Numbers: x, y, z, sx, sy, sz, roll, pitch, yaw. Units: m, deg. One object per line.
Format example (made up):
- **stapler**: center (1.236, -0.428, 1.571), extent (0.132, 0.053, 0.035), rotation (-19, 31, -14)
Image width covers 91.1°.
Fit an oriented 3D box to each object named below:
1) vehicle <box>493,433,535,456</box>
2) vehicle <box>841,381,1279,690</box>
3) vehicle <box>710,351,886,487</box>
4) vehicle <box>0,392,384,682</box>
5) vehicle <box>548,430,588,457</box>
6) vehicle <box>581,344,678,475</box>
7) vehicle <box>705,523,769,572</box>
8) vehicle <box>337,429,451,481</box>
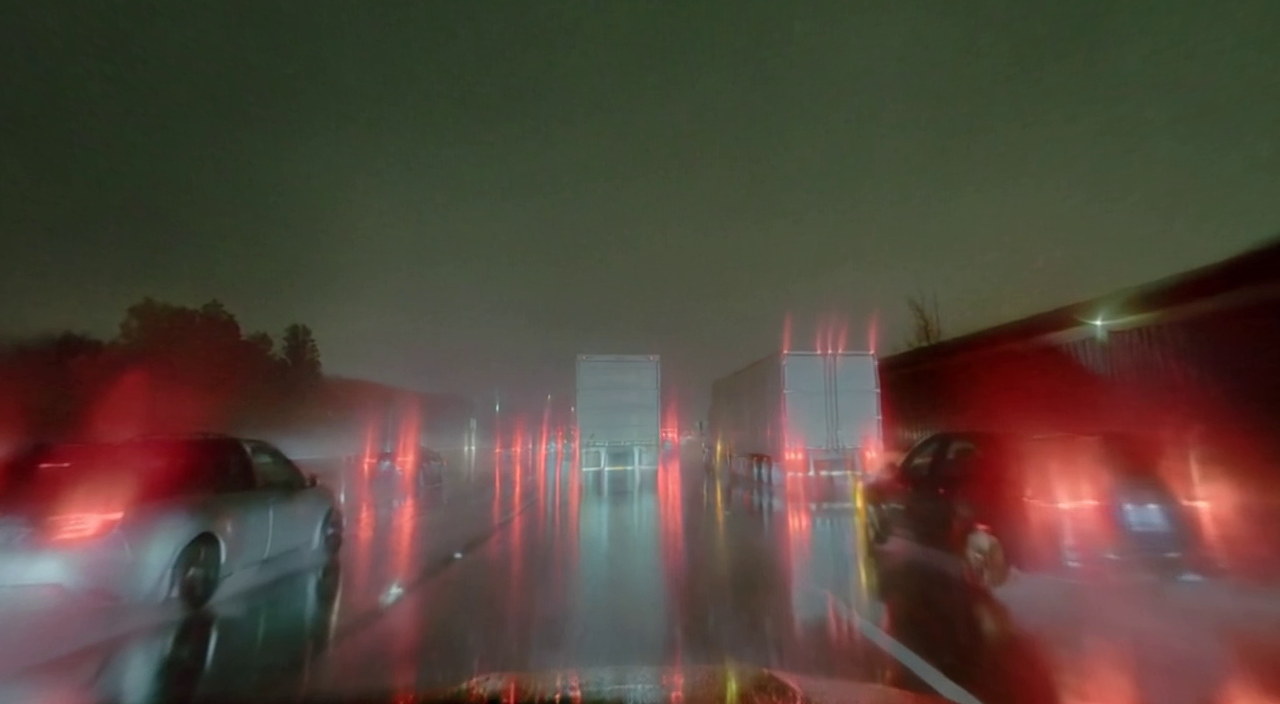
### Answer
- **vehicle**: center (-8.569, 6.352, 43.261), extent (2.019, 1.471, 4.347), rotation (0, -8, 0)
- **vehicle**: center (3.356, 1.174, 5.206), extent (1.976, 1.513, 4.065), rotation (0, -8, -1)
- **vehicle**: center (5.353, 2.908, 25.284), extent (2.863, 3.936, 14.058), rotation (0, -8, -3)
- **vehicle**: center (-3.867, 1.215, 5.226), extent (1.882, 1.493, 3.828), rotation (0, -8, 0)
- **vehicle**: center (-4.523, 5.796, 40.026), extent (1.986, 1.612, 4.155), rotation (0, -8, 1)
- **vehicle**: center (-0.454, 2.414, 24.411), extent (2.938, 4.033, 9.980), rotation (0, -8, -1)
- **vehicle**: center (5.007, 10.158, 32.823), extent (2.835, 2.000, 2.696), rotation (0, -7, -2)
- **vehicle**: center (-7.804, 3.296, 20.462), extent (1.909, 1.479, 4.425), rotation (0, -8, 0)
